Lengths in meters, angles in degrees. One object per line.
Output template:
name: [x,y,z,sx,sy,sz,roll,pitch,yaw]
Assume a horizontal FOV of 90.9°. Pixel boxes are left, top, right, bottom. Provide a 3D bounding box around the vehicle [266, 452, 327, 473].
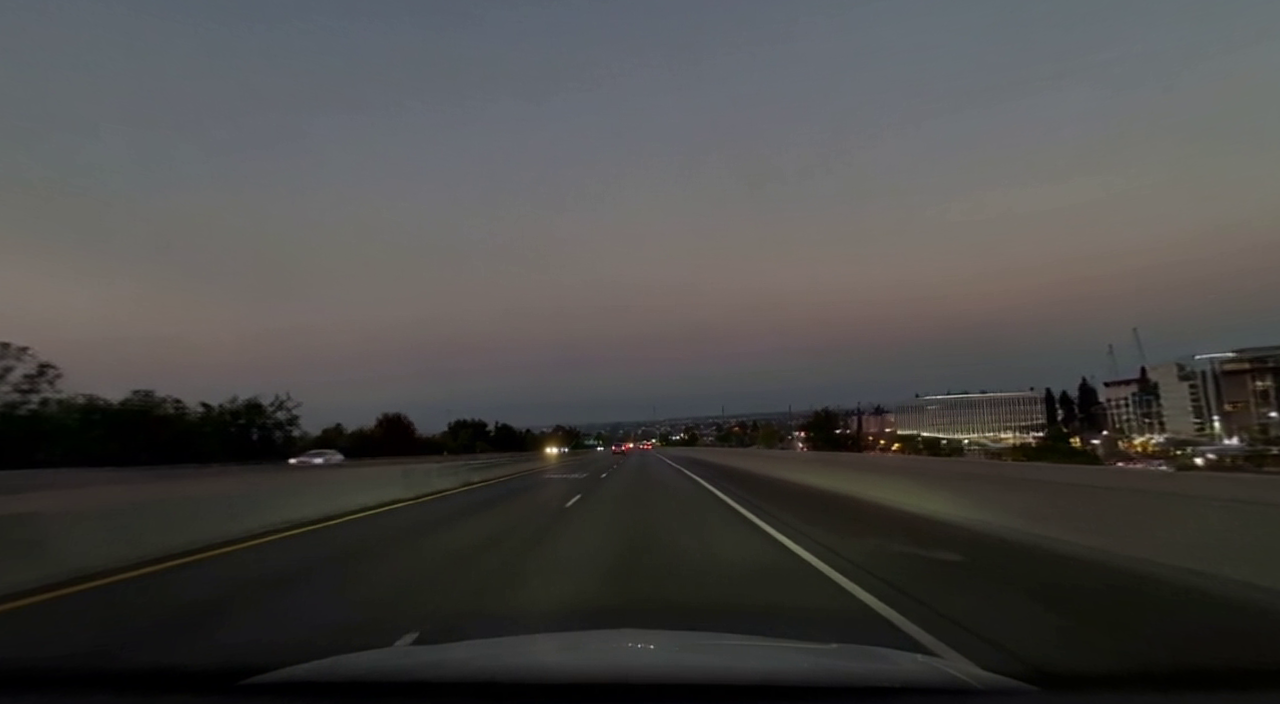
vehicle: [-25.379,8.165,46.779,1.945,1.456,4.502,0,-8,0]
